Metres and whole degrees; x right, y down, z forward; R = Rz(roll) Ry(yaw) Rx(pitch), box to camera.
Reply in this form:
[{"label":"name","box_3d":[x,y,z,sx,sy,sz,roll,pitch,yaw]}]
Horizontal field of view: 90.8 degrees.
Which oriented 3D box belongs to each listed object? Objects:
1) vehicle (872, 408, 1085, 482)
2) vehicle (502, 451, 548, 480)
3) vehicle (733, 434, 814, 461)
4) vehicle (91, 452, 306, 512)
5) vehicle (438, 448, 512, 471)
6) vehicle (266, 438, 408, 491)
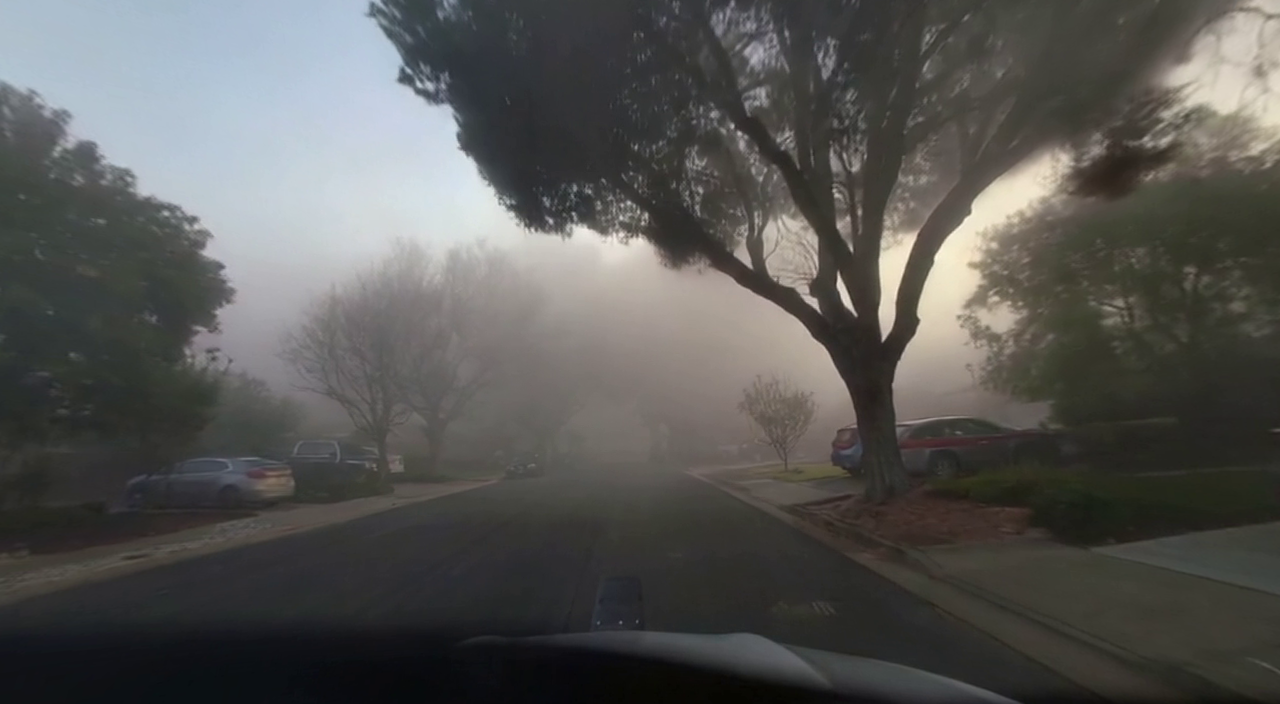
[{"label":"vehicle","box_3d":[8.544,2.373,16.249,4.334,1.750,1.900,0,-8,-2]},{"label":"vehicle","box_3d":[-6.329,6.262,35.113,1.878,1.496,3.535,0,-8,0]},{"label":"vehicle","box_3d":[8.390,6.021,39.946,4.599,1.652,1.903,0,-8,-3]},{"label":"vehicle","box_3d":[-12.069,3.555,17.526,4.476,1.476,1.877,0,-8,-2]},{"label":"vehicle","box_3d":[-12.218,8.017,47.064,4.972,1.623,1.884,0,-8,-1]},{"label":"vehicle","box_3d":[-12.375,4.590,26.045,4.753,2.028,2.079,0,-8,0]}]
